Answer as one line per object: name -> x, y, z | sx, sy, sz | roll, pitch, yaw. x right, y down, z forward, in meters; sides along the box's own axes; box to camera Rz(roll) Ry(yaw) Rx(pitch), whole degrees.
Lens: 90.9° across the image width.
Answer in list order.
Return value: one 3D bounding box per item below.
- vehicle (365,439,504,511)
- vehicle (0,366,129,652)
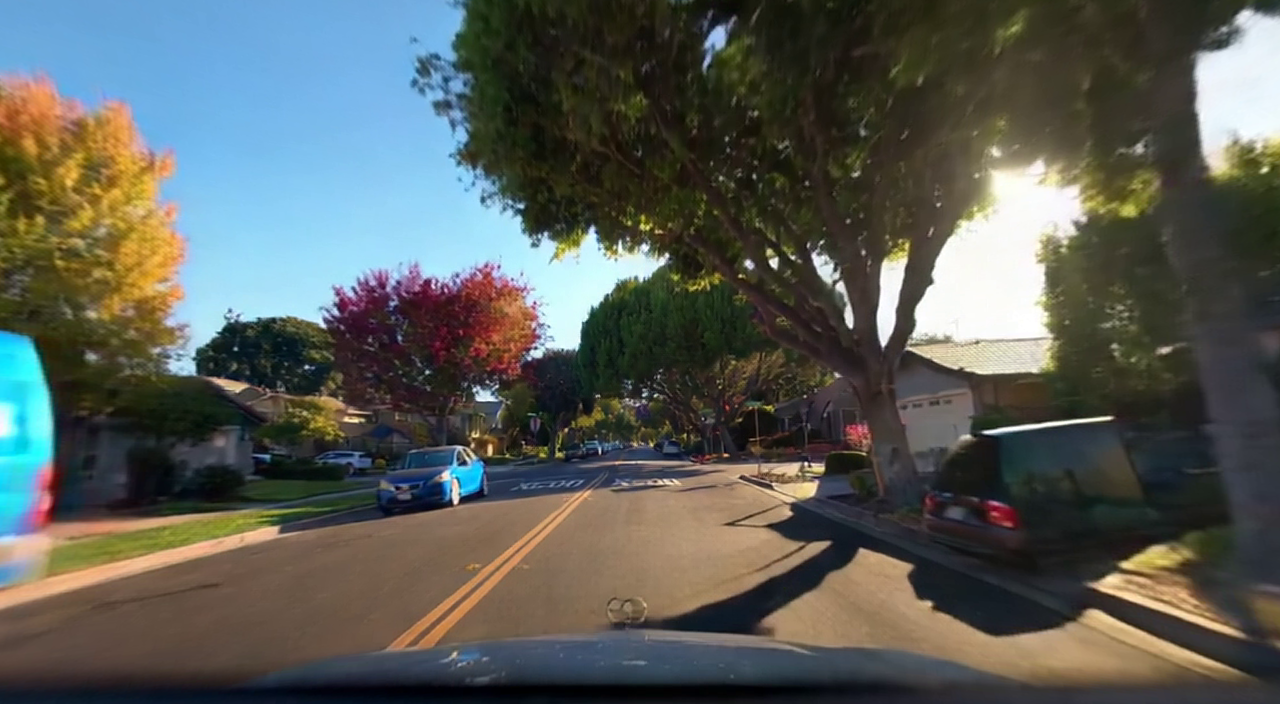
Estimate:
vehicle -> -5.016, 3.043, 16.195 | 2.038, 1.571, 4.524 | 0, -8, 0
vehicle -> -5.717, 0.872, 2.806 | 2.315, 2.008, 5.343 | 0, -8, 1
